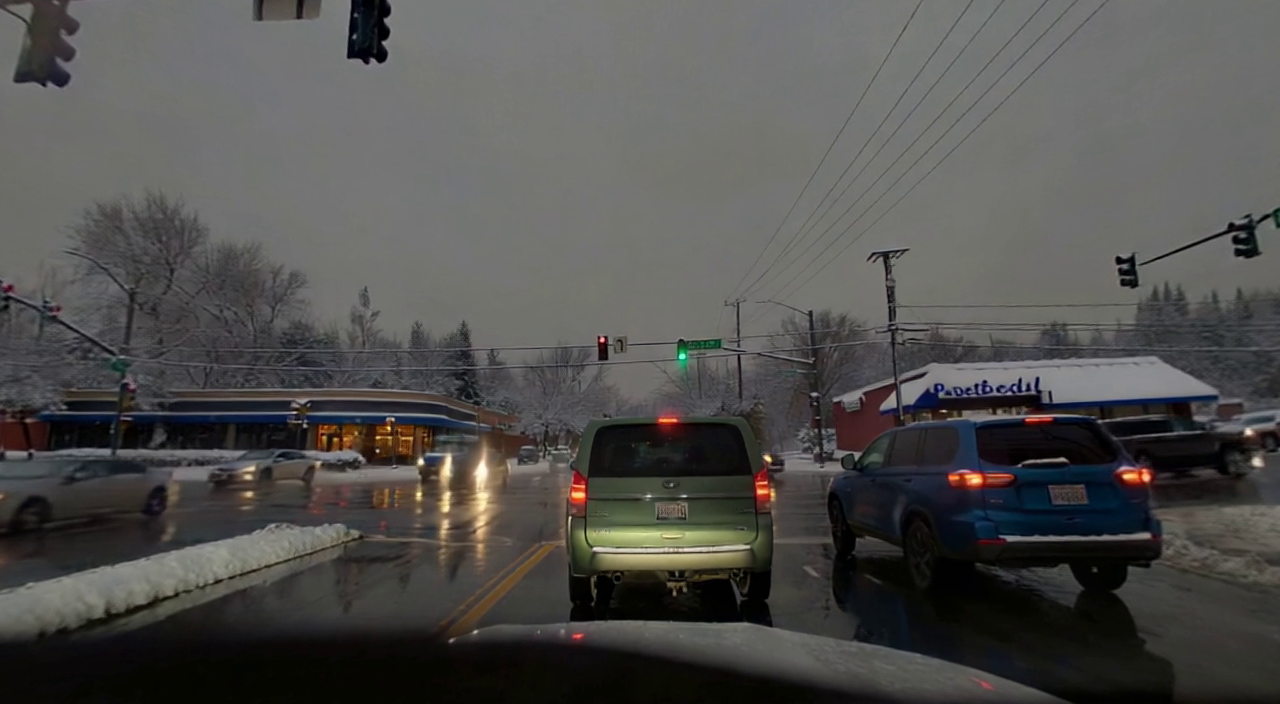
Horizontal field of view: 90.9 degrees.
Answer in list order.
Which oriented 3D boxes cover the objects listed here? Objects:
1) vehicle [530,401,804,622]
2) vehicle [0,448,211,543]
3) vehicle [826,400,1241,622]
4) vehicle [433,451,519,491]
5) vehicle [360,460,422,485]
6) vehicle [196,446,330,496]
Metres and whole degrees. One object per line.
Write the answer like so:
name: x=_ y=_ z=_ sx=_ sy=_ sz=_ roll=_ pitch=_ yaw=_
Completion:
vehicle: x=0.258 y=1.504 z=6.823 sx=2.098 sy=1.682 sz=3.778 roll=0 pitch=-8 yaw=2
vehicle: x=-11.003 y=2.617 z=12.211 sx=1.911 sy=1.461 sz=4.691 roll=-1 pitch=-8 yaw=3
vehicle: x=3.608 y=1.516 z=6.958 sx=1.976 sy=1.664 sz=4.189 roll=-1 pitch=-8 yaw=2
vehicle: x=-6.695 y=4.914 z=26.379 sx=2.017 sy=1.468 sz=4.663 roll=-1 pitch=-8 yaw=5
vehicle: x=-16.249 y=7.849 z=41.449 sx=1.872 sy=1.433 sz=4.404 roll=-1 pitch=-8 yaw=6
vehicle: x=-14.178 y=4.466 z=24.133 sx=1.943 sy=1.680 sz=4.709 roll=-1 pitch=-8 yaw=4
